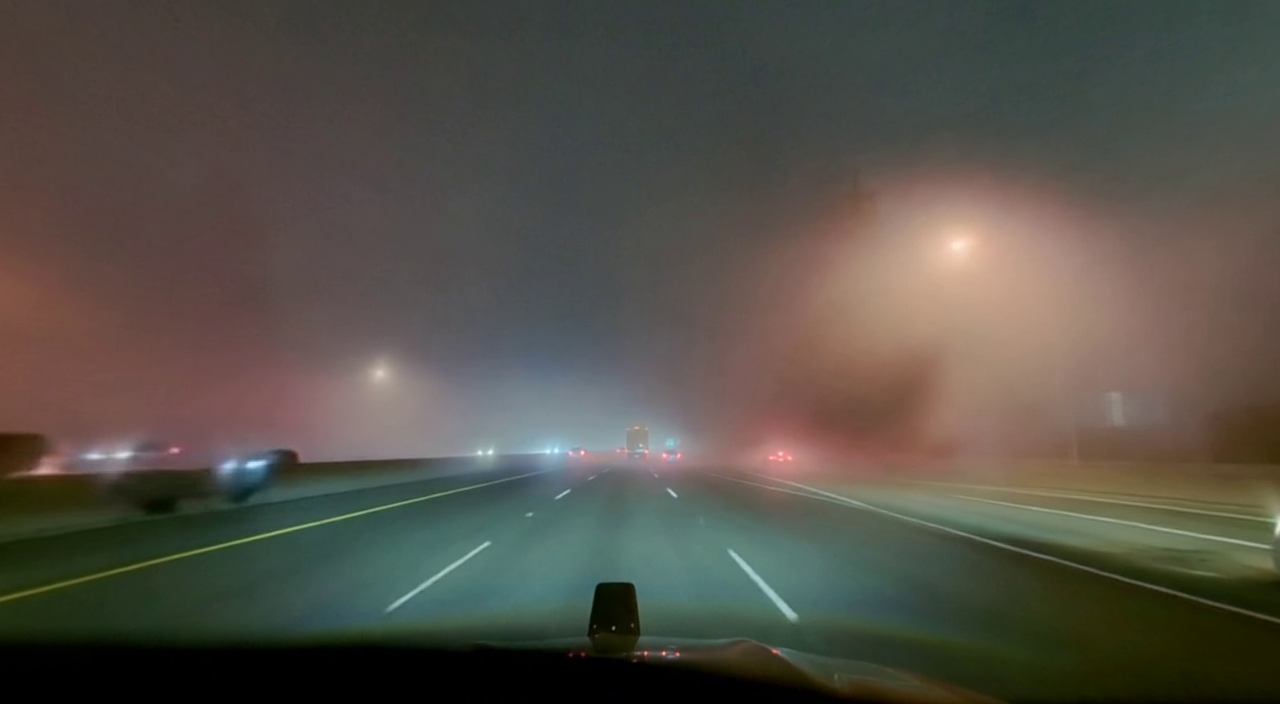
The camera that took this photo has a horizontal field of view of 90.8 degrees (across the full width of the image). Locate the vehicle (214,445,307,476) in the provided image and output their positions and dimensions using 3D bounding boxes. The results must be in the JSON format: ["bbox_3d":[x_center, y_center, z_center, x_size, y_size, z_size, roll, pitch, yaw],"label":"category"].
[{"bbox_3d":[-19.167,5.477,32.172,1.841,1.460,4.708,0,-9,0],"label":"vehicle"}]

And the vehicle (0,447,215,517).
[{"bbox_3d":[-12.891,3.077,15.474,2.040,1.449,4.216,0,-9,0],"label":"vehicle"}]
